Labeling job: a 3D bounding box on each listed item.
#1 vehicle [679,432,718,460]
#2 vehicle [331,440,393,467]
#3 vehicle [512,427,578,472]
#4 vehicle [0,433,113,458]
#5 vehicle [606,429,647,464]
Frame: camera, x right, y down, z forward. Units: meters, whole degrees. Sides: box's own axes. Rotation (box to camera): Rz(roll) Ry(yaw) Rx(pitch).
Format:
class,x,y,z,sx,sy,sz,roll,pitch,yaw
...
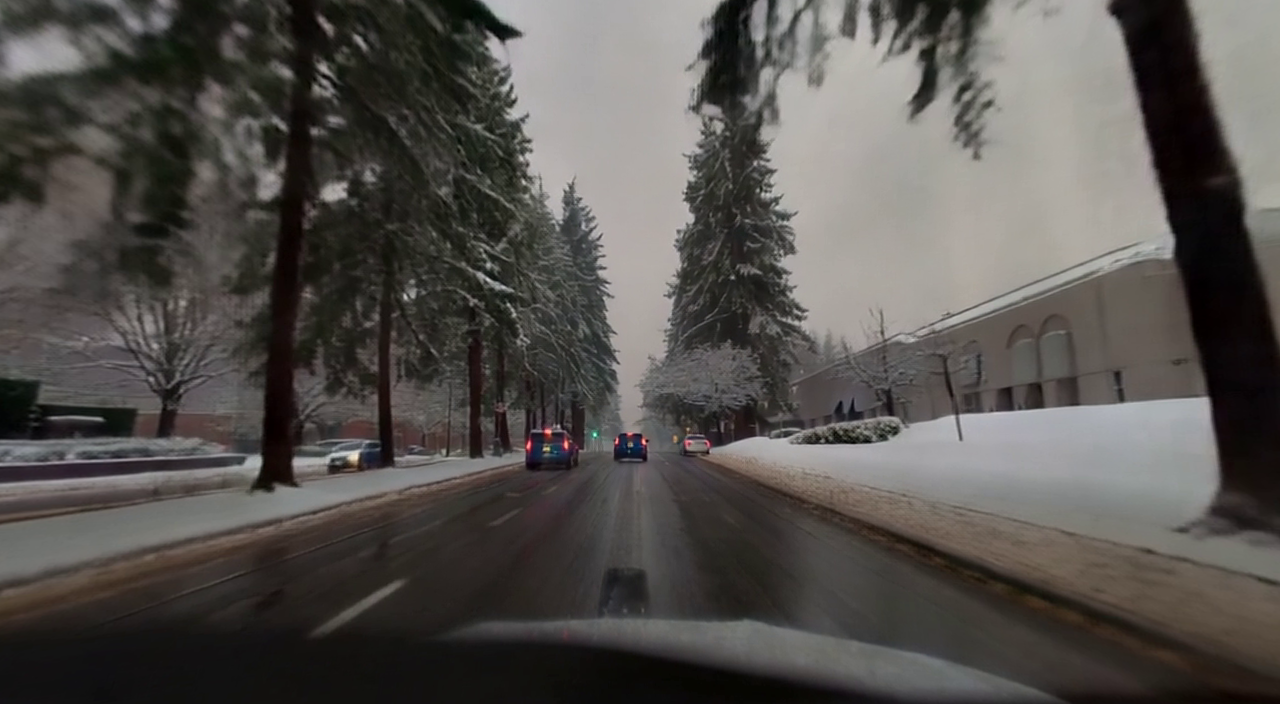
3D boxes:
class,x,y,z,sx,sy,sz,roll,pitch,yaw
vehicle,3.441,5.607,37.585,1.847,1.554,4.052,0,-8,-1
vehicle,-19.776,7.225,45.060,2.128,1.841,5.012,0,-8,0
vehicle,-3.879,4.079,26.475,2.047,1.710,4.314,0,-8,1
vehicle,-35.338,5.639,37.951,1.883,1.383,5.637,-1,-9,8
vehicle,-0.650,4.938,33.121,2.022,1.700,4.084,0,-8,0
